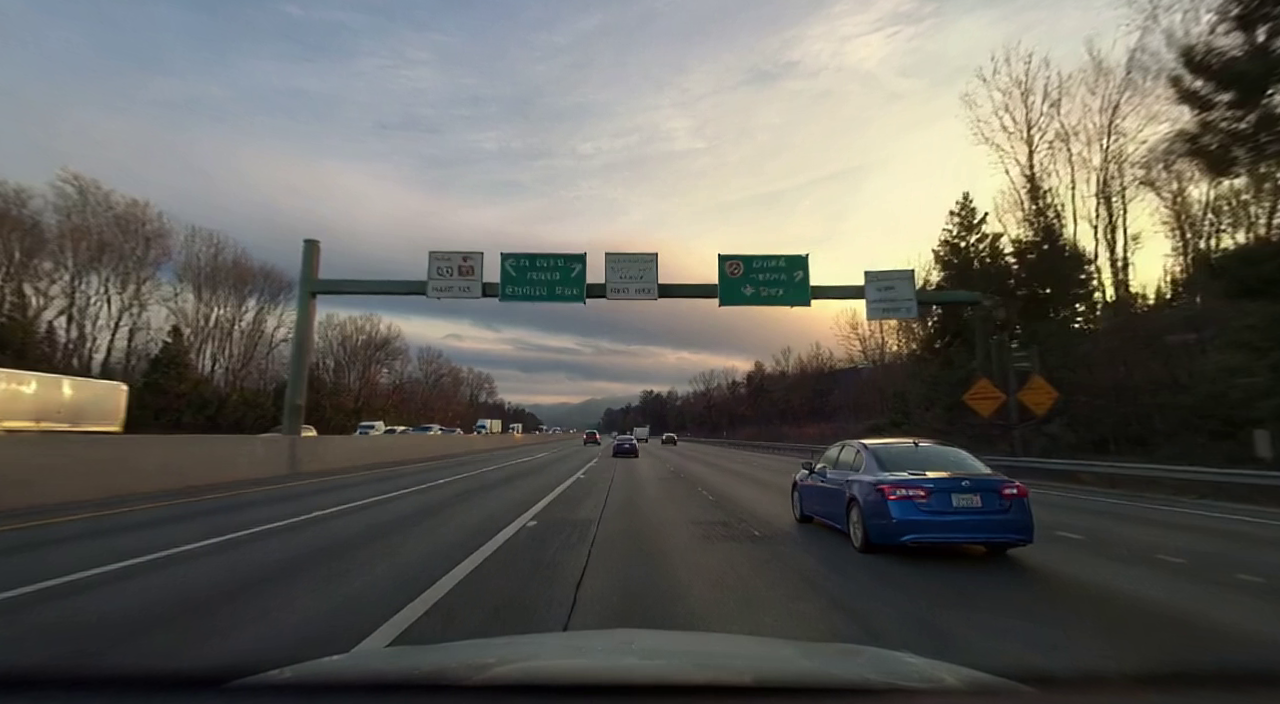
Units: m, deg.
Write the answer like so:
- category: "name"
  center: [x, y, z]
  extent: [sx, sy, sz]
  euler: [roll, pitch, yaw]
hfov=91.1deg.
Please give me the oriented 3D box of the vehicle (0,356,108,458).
- category: "vehicle"
  center: [-25.435, 1.893, 22.394]
  extent: [2.979, 3.780, 11.677]
  euler: [0, -8, -1]

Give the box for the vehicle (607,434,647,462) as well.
- category: "vehicle"
  center: [-0.791, 5.436, 35.806]
  extent: [2.121, 1.445, 4.187]
  euler: [0, -8, -2]

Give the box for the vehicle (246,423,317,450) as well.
- category: "vehicle"
  center: [-22.280, 5.281, 39.270]
  extent: [1.869, 1.544, 4.369]
  euler: [0, -8, -1]
